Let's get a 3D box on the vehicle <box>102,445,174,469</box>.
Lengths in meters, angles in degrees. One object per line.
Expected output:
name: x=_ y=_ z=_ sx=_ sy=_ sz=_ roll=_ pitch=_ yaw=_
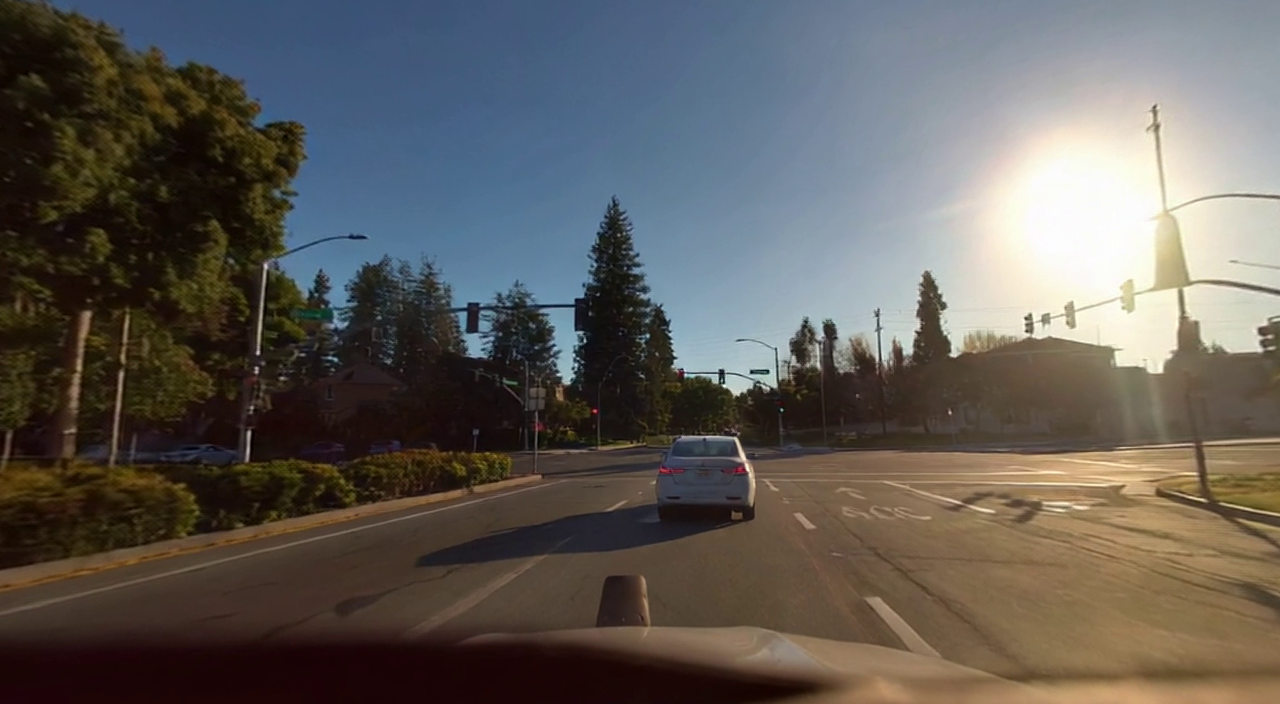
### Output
vehicle: x=-37.414 y=7.811 z=46.779 sx=4.612 sy=1.673 sz=1.972 roll=-3 pitch=-9 yaw=20

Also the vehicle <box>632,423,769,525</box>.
vehicle: x=1.251 y=2.261 z=12.291 sx=2.139 sy=1.564 sz=4.901 roll=-1 pitch=-8 yaw=8

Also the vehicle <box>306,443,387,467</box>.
vehicle: x=-18.933 y=6.614 z=40.531 sx=4.735 sy=1.472 sz=1.932 roll=-3 pitch=-9 yaw=21
